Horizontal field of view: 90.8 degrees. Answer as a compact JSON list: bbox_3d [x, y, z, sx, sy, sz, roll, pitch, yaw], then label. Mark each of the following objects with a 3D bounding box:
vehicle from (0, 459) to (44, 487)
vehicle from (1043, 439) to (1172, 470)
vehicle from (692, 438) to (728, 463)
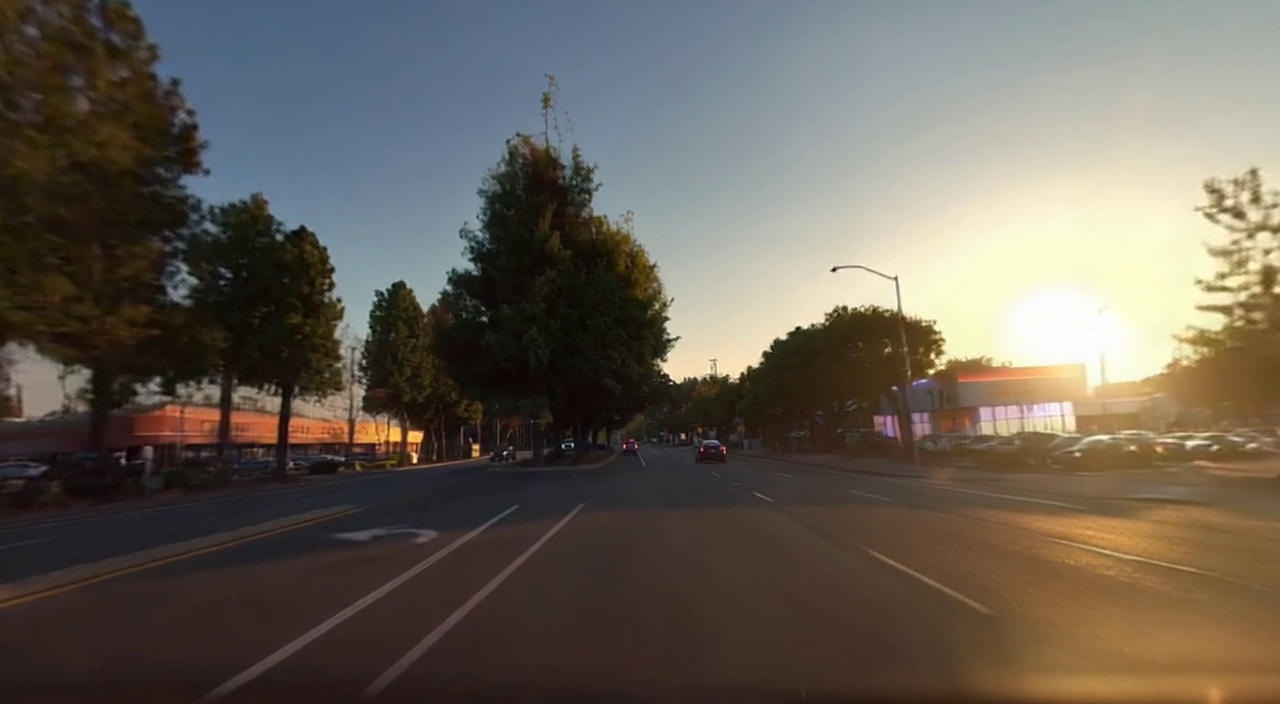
[{"bbox_3d":[-47.256,9.213,48.205,2.057,1.921,4.995,7,-11,-39],"label":"vehicle"},{"bbox_3d":[23.469,5.162,31.903,1.886,1.438,4.742,6,-10,-33],"label":"vehicle"},{"bbox_3d":[4.927,7.019,44.961,1.957,1.643,4.226,0,-9,-2],"label":"vehicle"}]
